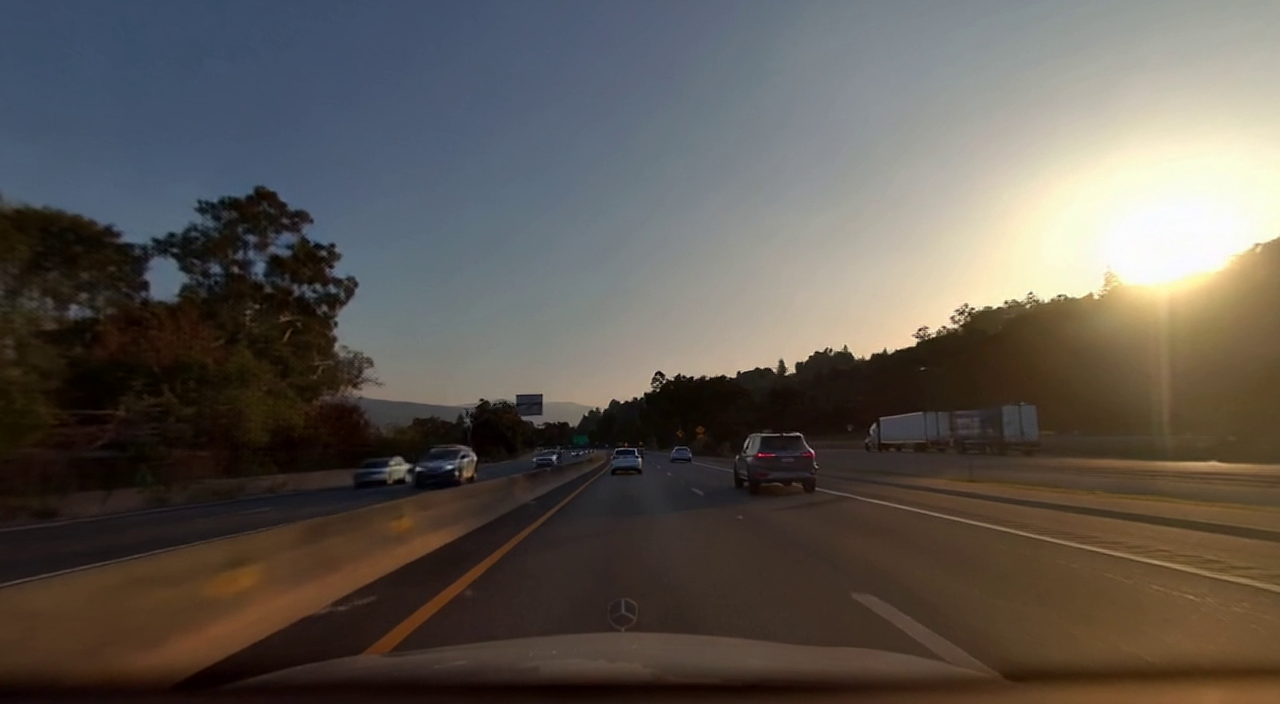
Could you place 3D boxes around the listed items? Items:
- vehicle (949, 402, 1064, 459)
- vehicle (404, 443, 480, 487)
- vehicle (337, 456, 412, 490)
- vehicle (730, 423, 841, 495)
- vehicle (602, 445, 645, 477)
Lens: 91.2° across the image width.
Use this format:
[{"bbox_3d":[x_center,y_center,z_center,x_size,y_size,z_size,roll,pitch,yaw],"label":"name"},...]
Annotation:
[{"bbox_3d":[27.014,6.035,47.004,2.971,3.746,10.126,-1,-9,3],"label":"vehicle"},{"bbox_3d":[-9.150,5.238,29.367,2.126,1.851,4.357,0,-9,0],"label":"vehicle"},{"bbox_3d":[-13.265,6.068,31.643,1.955,1.511,4.111,0,-9,0],"label":"vehicle"},{"bbox_3d":[4.322,3.293,19.561,2.261,1.952,4.784,0,-9,-1],"label":"vehicle"},{"bbox_3d":[-0.806,5.498,31.818,2.029,1.483,3.769,0,-9,-1],"label":"vehicle"}]
